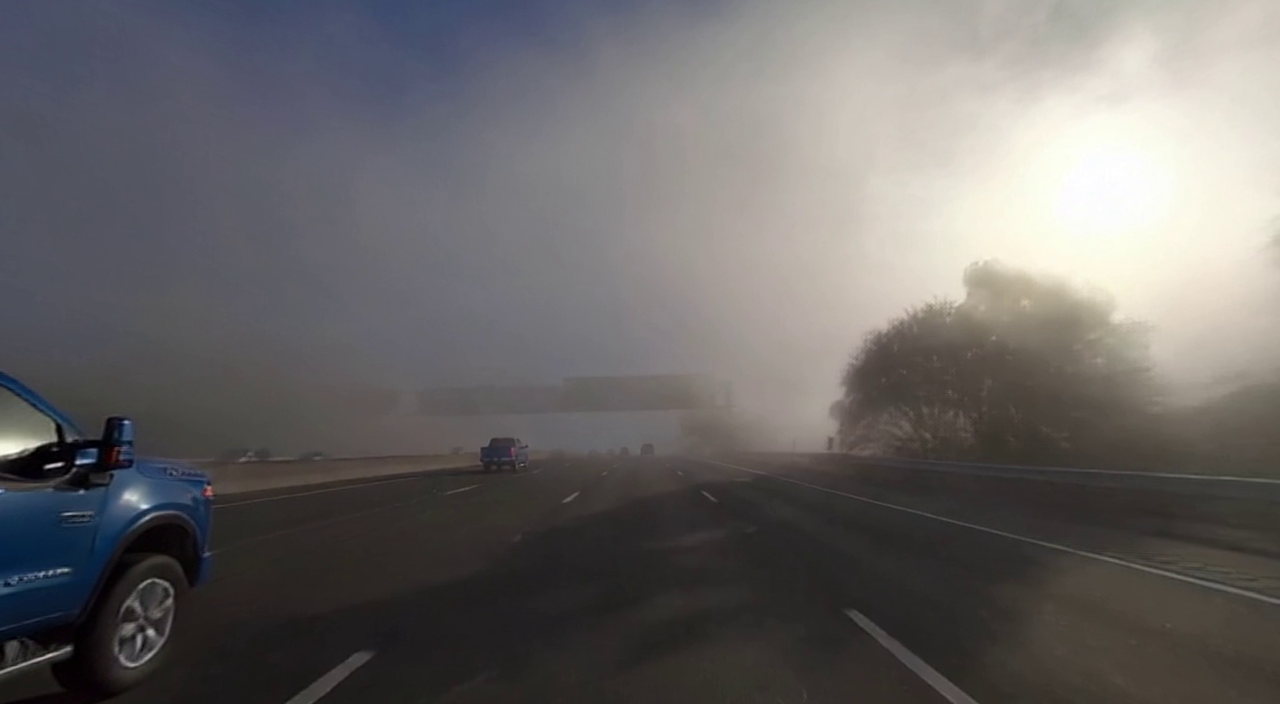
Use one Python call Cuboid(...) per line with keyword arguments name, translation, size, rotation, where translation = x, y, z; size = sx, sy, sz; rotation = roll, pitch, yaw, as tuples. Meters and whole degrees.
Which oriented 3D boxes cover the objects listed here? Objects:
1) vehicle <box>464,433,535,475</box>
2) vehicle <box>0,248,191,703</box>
Cuboid(name="vehicle", translation=(-6.897, 5.065, 31.523), size=(2.260, 1.917, 5.499), rotation=(0, -9, 0))
Cuboid(name="vehicle", translation=(-3.626, 0.289, 0.205), size=(2.339, 2.004, 6.171), rotation=(0, -9, 1))
